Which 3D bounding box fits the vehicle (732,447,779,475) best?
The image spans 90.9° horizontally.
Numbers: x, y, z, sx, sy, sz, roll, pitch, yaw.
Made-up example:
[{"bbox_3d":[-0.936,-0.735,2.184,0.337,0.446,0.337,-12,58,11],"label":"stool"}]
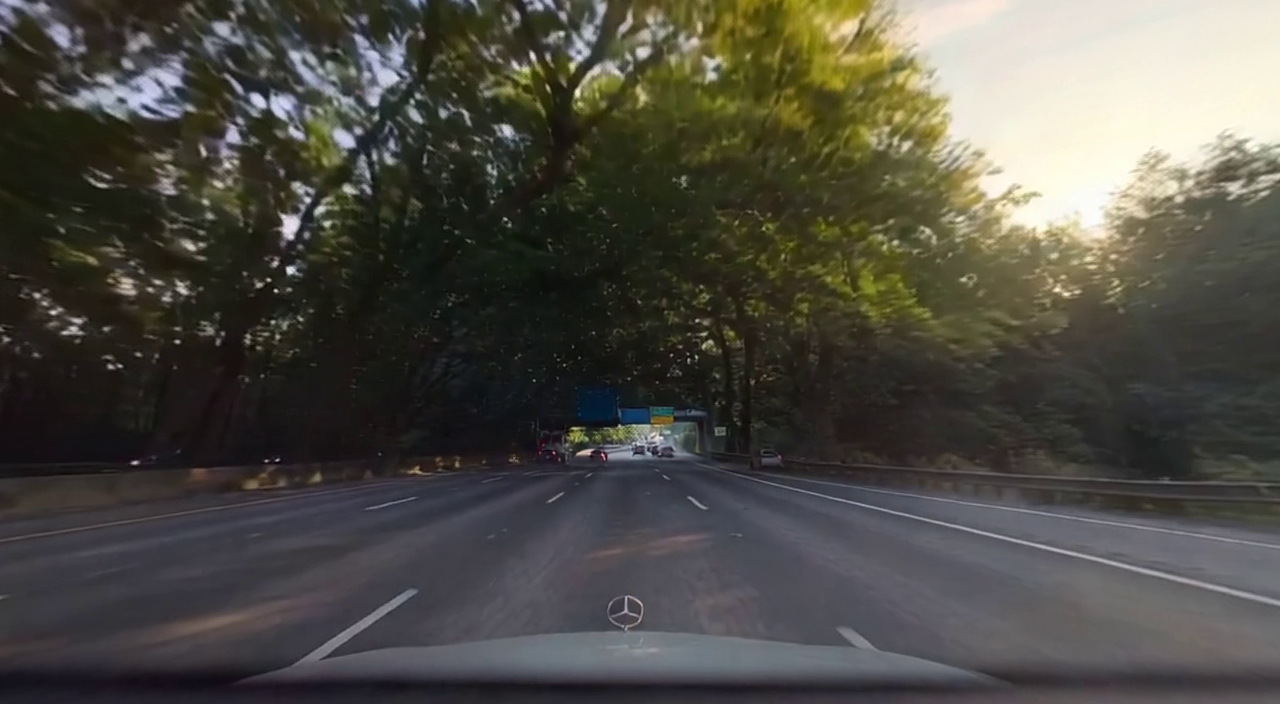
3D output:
[{"bbox_3d":[7.118,6.783,39.389,1.989,1.591,4.348,0,-9,-2],"label":"vehicle"}]
